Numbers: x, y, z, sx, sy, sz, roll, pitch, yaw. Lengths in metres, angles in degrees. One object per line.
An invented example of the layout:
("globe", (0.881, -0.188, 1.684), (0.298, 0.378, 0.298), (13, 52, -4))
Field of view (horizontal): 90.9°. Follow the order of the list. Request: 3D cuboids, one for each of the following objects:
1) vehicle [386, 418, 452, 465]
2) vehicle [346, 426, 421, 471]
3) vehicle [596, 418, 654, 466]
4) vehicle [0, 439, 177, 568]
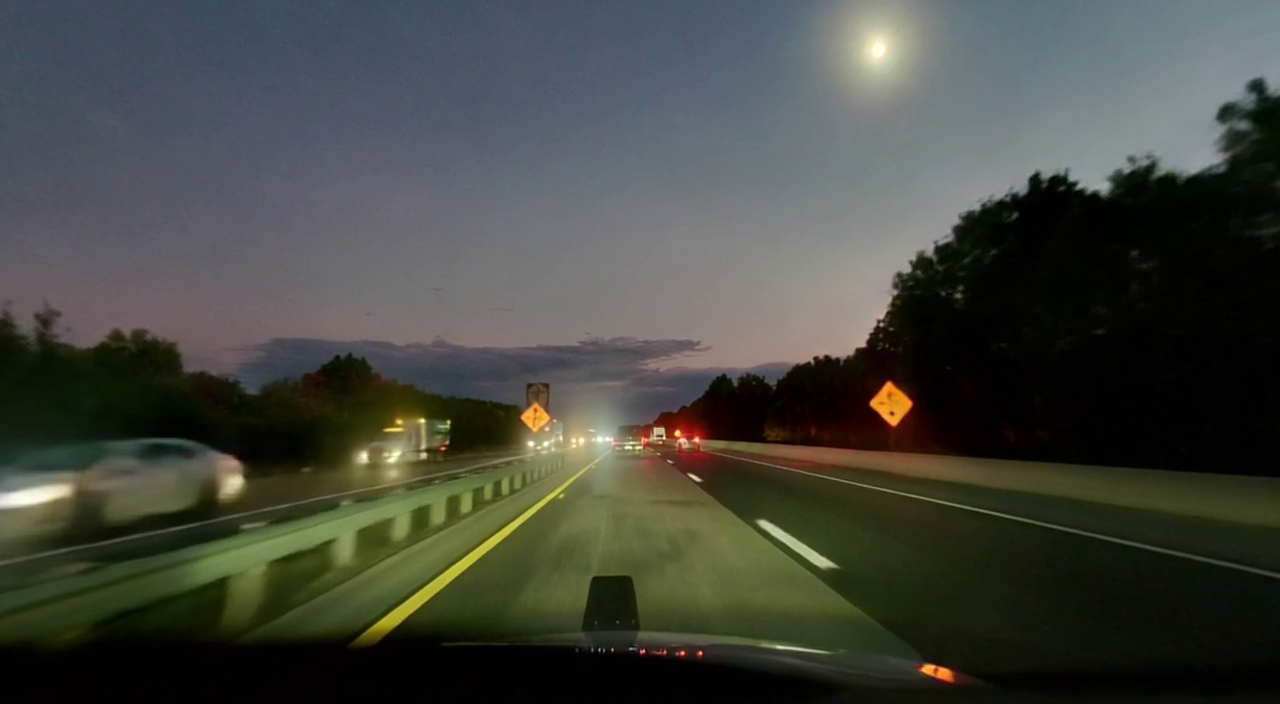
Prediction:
("vehicle", (-14.067, 5.737, 40.417), (2.532, 2.792, 4.713), (0, -8, -1))
("vehicle", (-13.899, 5.243, 34.469), (2.102, 2.299, 4.786), (0, -8, -1))
("vehicle", (-0.695, 4.207, 29.591), (2.503, 2.044, 4.633), (0, -8, -2))
("vehicle", (-8.961, 1.996, 8.653), (1.903, 1.591, 4.430), (0, -8, -2))
